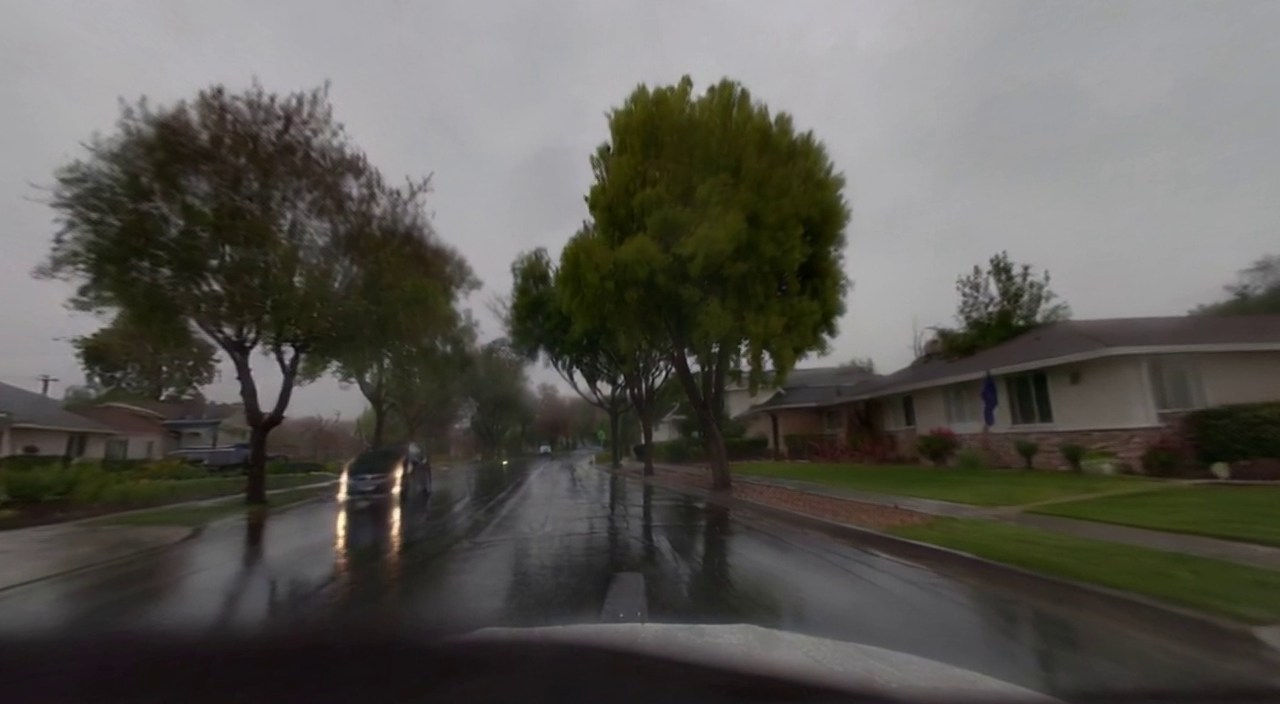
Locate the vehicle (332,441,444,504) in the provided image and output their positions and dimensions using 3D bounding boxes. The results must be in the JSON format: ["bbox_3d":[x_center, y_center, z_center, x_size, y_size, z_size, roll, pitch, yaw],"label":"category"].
[{"bbox_3d":[-7.896,3.778,20.383,2.217,1.751,4.763,1,-9,-8],"label":"vehicle"}]

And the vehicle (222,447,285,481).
[{"bbox_3d":[-22.376,6.411,36.510,4.330,1.813,1.951,-8,-12,44],"label":"vehicle"}]
